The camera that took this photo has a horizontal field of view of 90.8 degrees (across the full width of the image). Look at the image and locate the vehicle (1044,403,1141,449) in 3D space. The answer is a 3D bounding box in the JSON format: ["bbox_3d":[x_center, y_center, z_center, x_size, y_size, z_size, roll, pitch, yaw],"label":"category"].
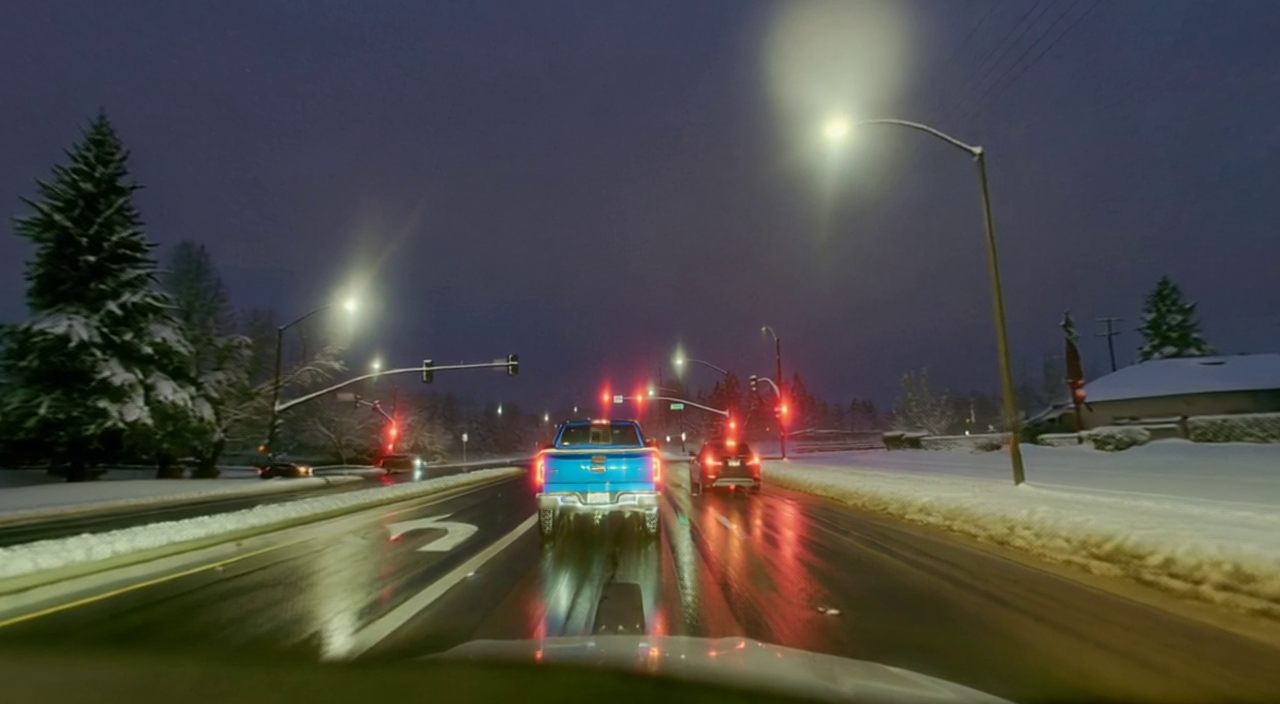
[{"bbox_3d":[30.303,5.039,42.505,2.892,2.881,4.178,2,-9,-16],"label":"vehicle"}]

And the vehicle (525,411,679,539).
[{"bbox_3d":[-0.554,2.064,11.255,2.145,1.762,4.731,0,-8,-1],"label":"vehicle"}]

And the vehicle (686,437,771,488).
[{"bbox_3d":[2.768,3.595,20.861,2.073,1.484,4.437,0,-8,-1],"label":"vehicle"}]
